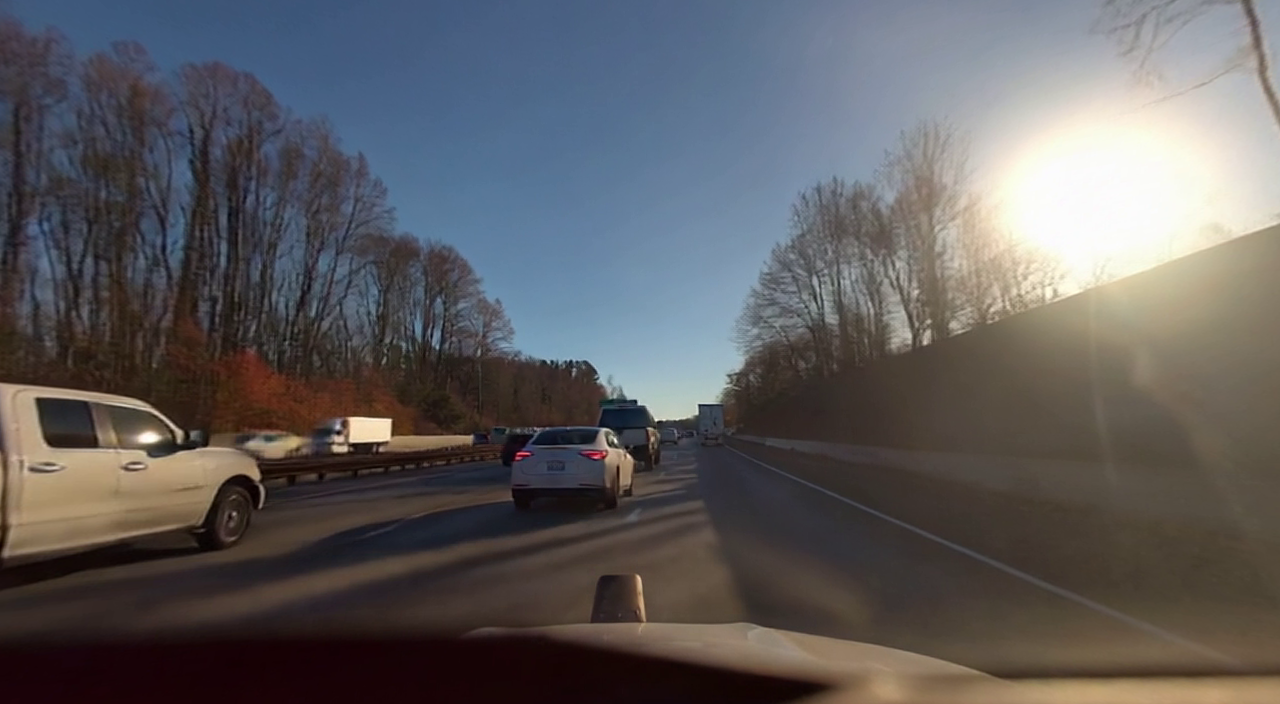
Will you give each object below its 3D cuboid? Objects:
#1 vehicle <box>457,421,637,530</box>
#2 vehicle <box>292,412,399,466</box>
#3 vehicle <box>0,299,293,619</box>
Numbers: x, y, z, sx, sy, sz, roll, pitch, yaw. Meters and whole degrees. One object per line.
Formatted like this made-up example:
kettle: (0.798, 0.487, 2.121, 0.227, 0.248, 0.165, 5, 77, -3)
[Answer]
vehicle: (-1.303, 1.990, 10.825, 2.089, 1.485, 4.153, -1, -8, 6)
vehicle: (-18.653, 5.593, 40.469, 2.622, 3.151, 7.753, -1, -8, 4)
vehicle: (-6.072, 0.921, 5.565, 2.386, 2.435, 5.831, -1, -8, 3)
